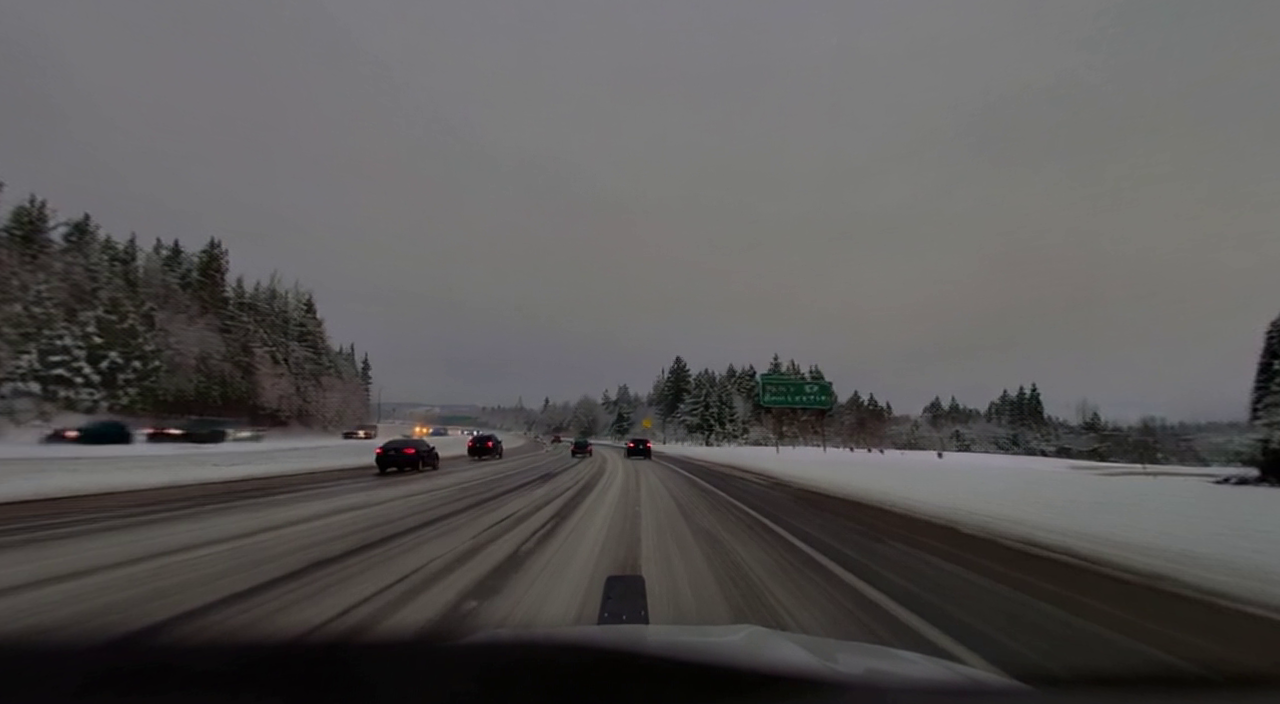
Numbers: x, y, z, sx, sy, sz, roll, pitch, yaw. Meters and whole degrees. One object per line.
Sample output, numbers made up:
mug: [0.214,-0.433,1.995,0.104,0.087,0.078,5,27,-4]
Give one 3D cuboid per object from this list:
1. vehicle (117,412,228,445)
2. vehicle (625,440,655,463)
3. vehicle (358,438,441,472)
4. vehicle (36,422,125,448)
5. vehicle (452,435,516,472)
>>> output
vehicle: [-26.095,4.369,35.504,2.062,1.706,5.477,0,-8,0]
vehicle: [-0.013,6.537,41.541,1.881,1.460,3.694,0,-8,-1]
vehicle: [-11.172,4.805,29.689,1.935,1.474,5.033,0,-8,0]
vehicle: [-33.295,5.004,37.669,1.693,1.451,3.903,0,-8,1]
vehicle: [-7.513,4.930,30.829,2.086,1.628,4.039,0,-8,0]
